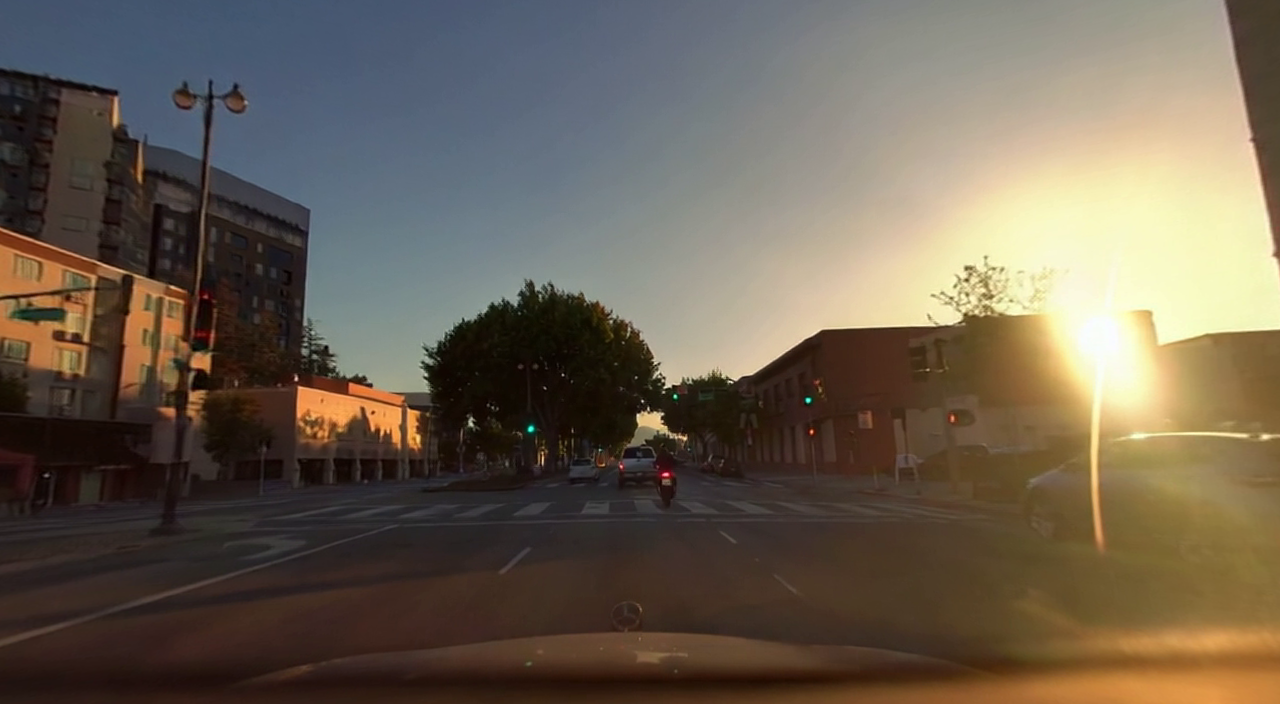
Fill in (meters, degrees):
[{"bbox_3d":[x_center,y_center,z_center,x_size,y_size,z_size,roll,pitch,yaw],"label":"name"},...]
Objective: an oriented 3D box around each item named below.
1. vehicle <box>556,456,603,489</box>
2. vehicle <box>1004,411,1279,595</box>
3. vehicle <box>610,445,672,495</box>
[{"bbox_3d":[-3.054,6.184,32.673,2.014,1.470,4.552,0,-9,0],"label":"vehicle"},{"bbox_3d":[7.164,1.740,7.965,2.018,1.772,4.968,0,-9,-2],"label":"vehicle"},{"bbox_3d":[-0.037,4.539,24.737,2.223,1.775,4.250,0,-8,-2],"label":"vehicle"}]
